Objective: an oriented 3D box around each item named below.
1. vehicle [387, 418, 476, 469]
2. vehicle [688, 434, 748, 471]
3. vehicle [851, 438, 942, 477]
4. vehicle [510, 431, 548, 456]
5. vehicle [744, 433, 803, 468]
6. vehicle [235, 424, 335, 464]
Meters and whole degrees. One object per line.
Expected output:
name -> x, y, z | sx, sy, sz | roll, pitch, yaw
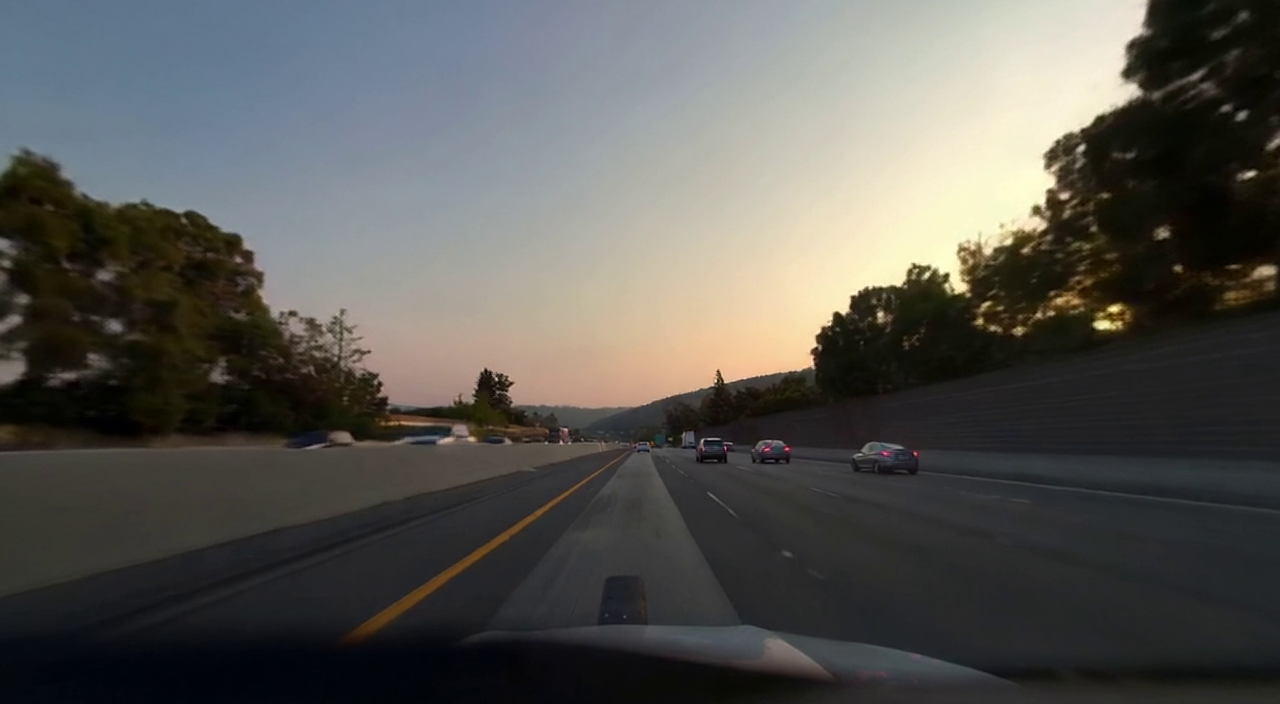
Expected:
vehicle -> -6.920, 3.088, 21.300 | 1.682, 1.546, 3.711 | 0, -8, 1
vehicle -> 3.671, 4.814, 30.478 | 2.326, 1.644, 4.206 | 0, -8, -1
vehicle -> 10.638, 4.391, 26.553 | 1.970, 1.479, 4.480 | 0, -8, 0
vehicle -> -6.351, 5.308, 36.516 | 1.511, 1.402, 3.426 | 0, -8, 1
vehicle -> 7.248, 5.392, 34.670 | 2.178, 1.749, 4.570 | 0, -8, -1
vehicle -> -13.923, 3.645, 24.995 | 1.799, 1.457, 3.669 | 0, -8, 1
